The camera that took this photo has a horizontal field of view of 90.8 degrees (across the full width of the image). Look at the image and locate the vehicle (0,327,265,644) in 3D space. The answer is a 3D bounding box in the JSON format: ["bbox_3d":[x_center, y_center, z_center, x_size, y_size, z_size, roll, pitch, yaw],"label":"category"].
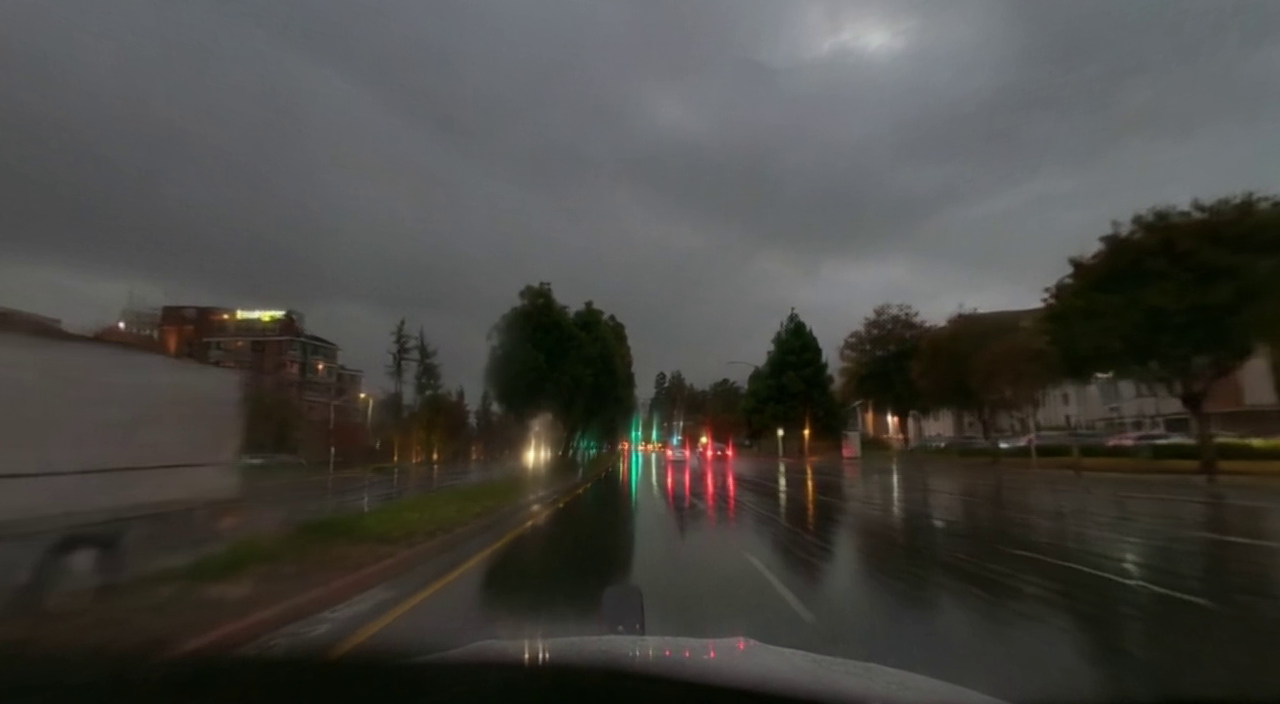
[{"bbox_3d":[-5.640,0.929,4.375,2.425,2.167,5.888,0,-9,0],"label":"vehicle"}]

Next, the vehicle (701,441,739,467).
[{"bbox_3d":[5.727,7.347,45.601,1.946,1.773,4.641,0,-9,-2],"label":"vehicle"}]

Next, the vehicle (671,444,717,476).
[{"bbox_3d":[2.777,5.694,33.599,1.917,1.538,4.259,0,-9,-2],"label":"vehicle"}]
